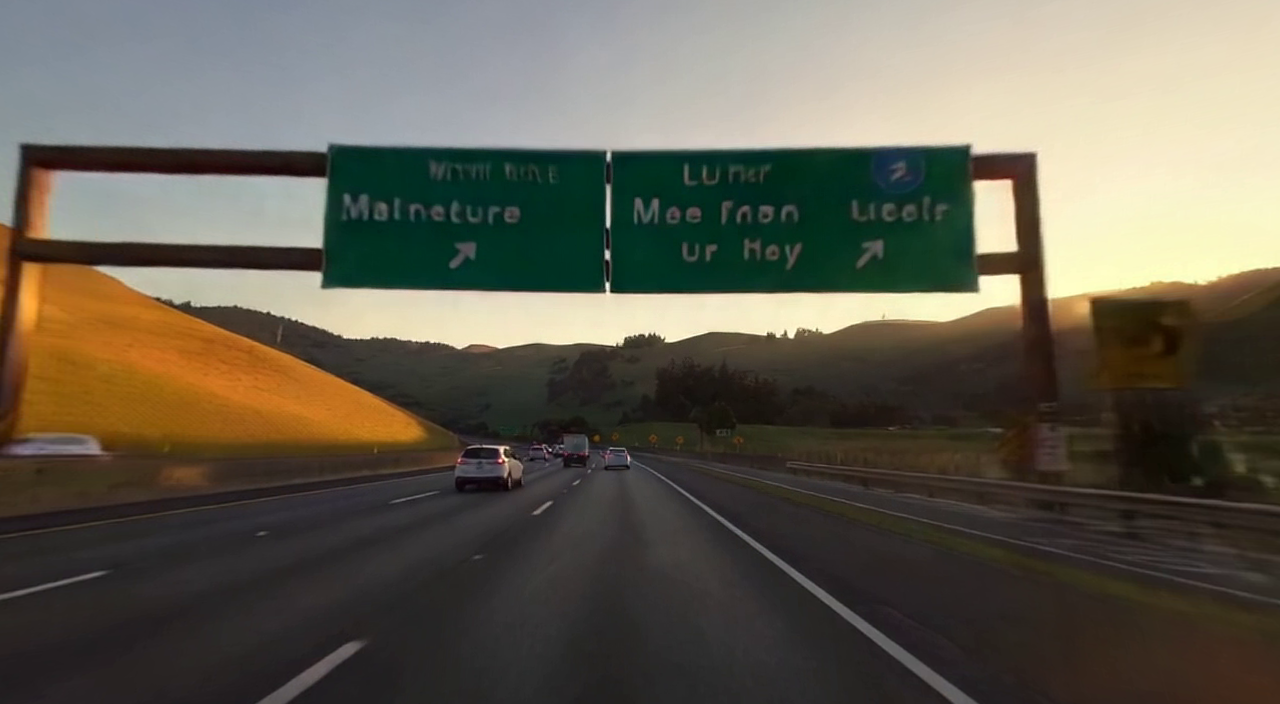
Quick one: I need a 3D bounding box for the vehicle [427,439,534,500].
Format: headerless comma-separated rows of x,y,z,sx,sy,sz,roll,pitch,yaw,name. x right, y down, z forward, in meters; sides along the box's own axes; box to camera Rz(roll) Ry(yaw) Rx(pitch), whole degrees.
-4.634,3.478,19.059,2.208,1.619,4.162,0,-9,-1,vehicle

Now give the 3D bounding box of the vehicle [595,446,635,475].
-1.351,5.830,33.996,1.988,1.440,4.201,0,-9,-3,vehicle

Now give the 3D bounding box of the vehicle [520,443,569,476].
-5.147,5.836,34.427,2.118,1.624,4.032,0,-9,-1,vehicle
